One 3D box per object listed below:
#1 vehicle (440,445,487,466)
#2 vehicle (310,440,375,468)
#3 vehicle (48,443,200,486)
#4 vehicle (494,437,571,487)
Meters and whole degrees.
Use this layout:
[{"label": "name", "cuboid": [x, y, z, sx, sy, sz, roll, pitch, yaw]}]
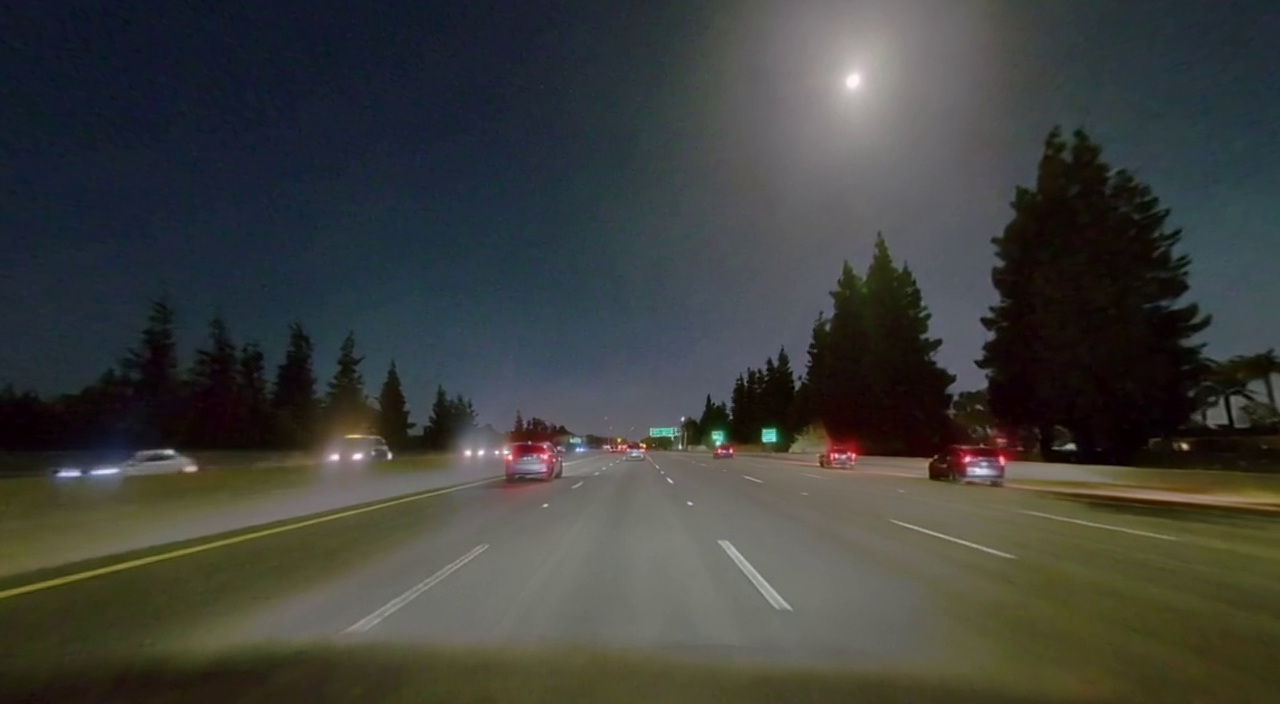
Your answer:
[{"label": "vehicle", "cuboid": [-12.741, 7.502, 45.881, 2.040, 1.444, 4.596, 0, -9, 0]}, {"label": "vehicle", "cuboid": [-19.721, 6.781, 42.168, 2.106, 1.764, 4.578, 0, -9, 0]}, {"label": "vehicle", "cuboid": [-19.518, 4.251, 24.229, 1.962, 1.469, 4.599, 0, -8, -1]}, {"label": "vehicle", "cuboid": [-3.751, 3.937, 22.929, 1.996, 1.617, 4.637, 0, -9, 0]}]
